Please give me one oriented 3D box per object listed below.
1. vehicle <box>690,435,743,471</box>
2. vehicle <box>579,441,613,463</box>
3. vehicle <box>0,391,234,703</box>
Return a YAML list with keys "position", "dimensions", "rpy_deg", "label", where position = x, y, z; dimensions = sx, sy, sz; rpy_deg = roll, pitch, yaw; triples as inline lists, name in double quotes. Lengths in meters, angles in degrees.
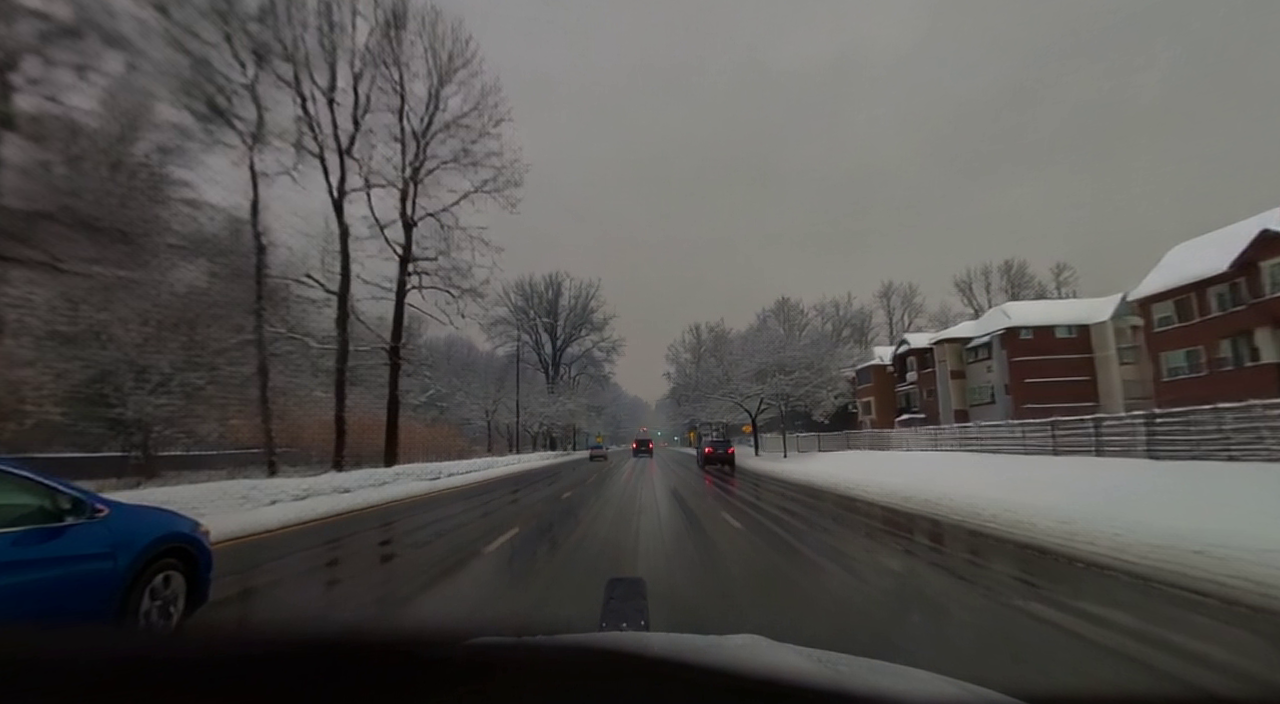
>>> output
- position: [3.856, 5.189, 32.504]
  dimensions: [2.182, 1.688, 4.187]
  rpy_deg: [0, -8, -1]
  label: "vehicle"
- position: [-3.003, 6.939, 43.812]
  dimensions: [1.940, 1.473, 4.133]
  rpy_deg: [0, -8, 1]
  label: "vehicle"
- position: [-3.712, 0.757, 1.494]
  dimensions: [2.091, 1.503, 4.989]
  rpy_deg: [0, -8, 1]
  label: "vehicle"
